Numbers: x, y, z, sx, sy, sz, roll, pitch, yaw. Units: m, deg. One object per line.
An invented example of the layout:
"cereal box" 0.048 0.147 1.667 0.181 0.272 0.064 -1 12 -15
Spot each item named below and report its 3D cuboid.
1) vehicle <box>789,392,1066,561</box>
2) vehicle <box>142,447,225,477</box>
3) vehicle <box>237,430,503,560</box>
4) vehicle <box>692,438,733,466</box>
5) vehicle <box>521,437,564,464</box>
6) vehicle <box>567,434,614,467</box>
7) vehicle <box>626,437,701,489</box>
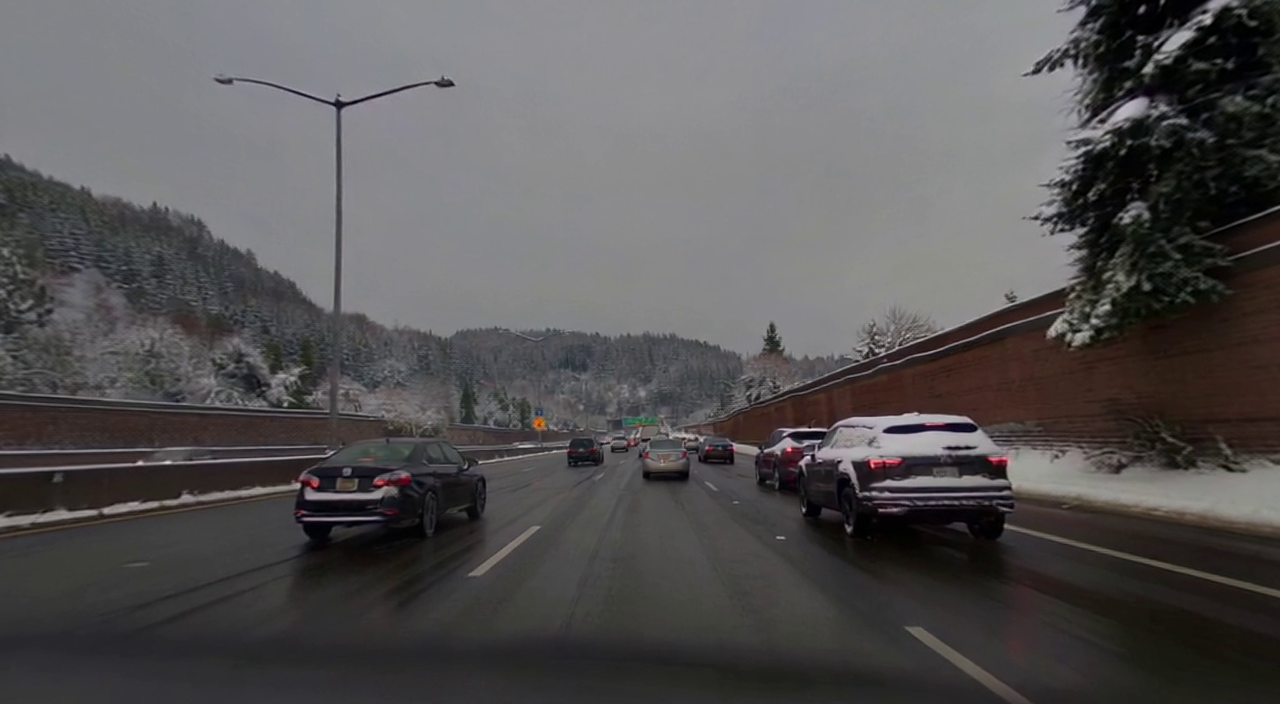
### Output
"vehicle" 3.656 1.662 9.105 1.930 1.831 4.344 0 -8 0
"vehicle" -28.941 6.949 40.160 1.840 1.725 4.605 0 -8 0
"vehicle" -3.538 1.938 9.369 1.961 1.456 4.362 0 -8 1
"vehicle" 4.112 5.715 36.356 1.855 1.513 3.915 0 -8 0
"vehicle" -6.738 6.891 44.277 2.055 1.751 4.825 0 -8 2
"vehicle" -2.802 5.787 37.073 2.154 1.793 4.736 0 -8 3
"vehicle" 0.686 3.422 19.807 2.105 1.471 3.978 0 -8 0
